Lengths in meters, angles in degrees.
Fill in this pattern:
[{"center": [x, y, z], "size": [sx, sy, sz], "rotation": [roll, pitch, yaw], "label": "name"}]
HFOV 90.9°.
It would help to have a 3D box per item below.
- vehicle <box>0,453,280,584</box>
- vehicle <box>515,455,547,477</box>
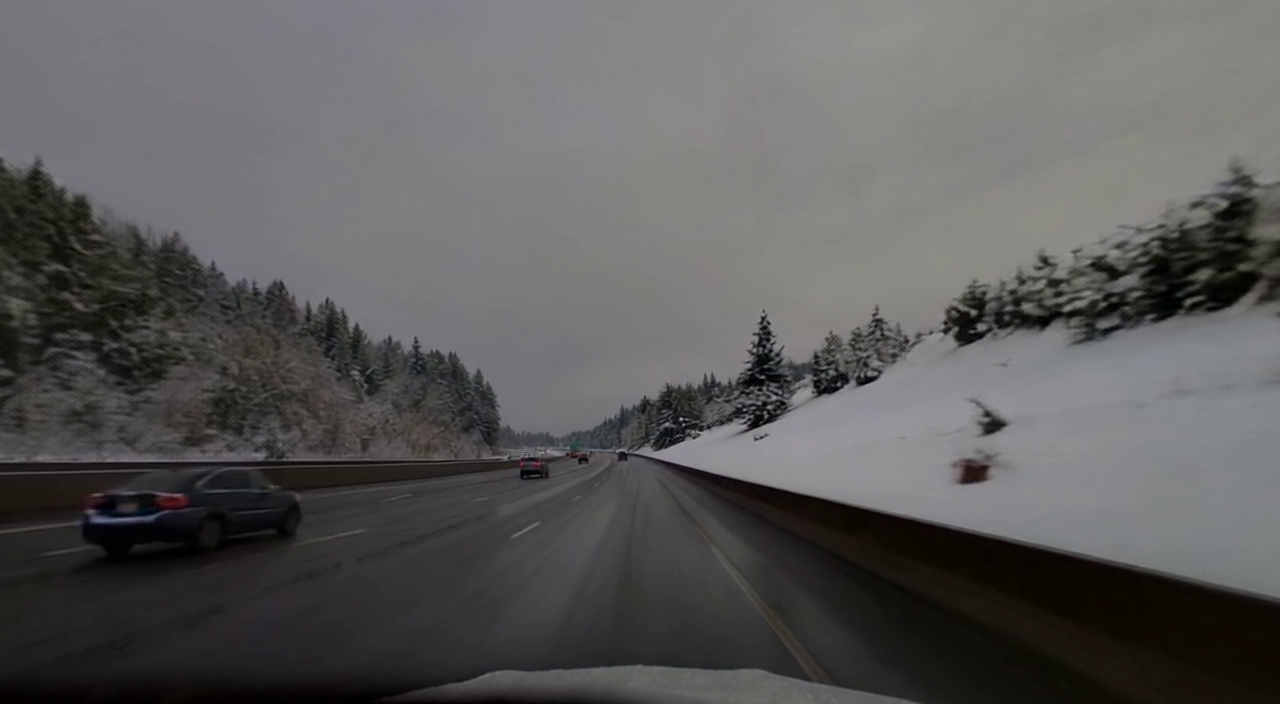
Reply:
[{"center": [-7.231, 2.206, 9.114], "size": [1.782, 1.441, 3.751], "rotation": [0, -9, 1], "label": "vehicle"}, {"center": [-7.956, 8.379, 46.310], "size": [1.742, 1.494, 3.795], "rotation": [0, -9, 0], "label": "vehicle"}]
